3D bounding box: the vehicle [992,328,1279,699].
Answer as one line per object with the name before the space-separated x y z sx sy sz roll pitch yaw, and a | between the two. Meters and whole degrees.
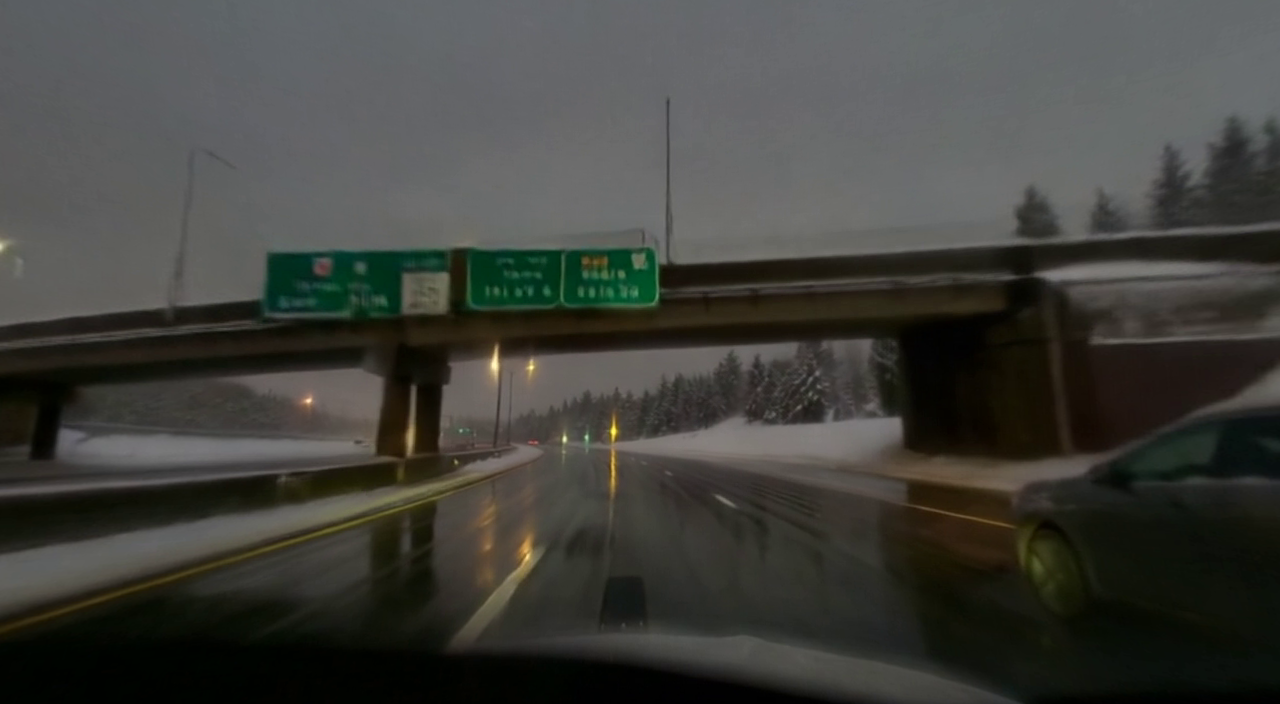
vehicle | 3.983 0.721 2.788 2.039 1.701 4.834 -1 -8 0
